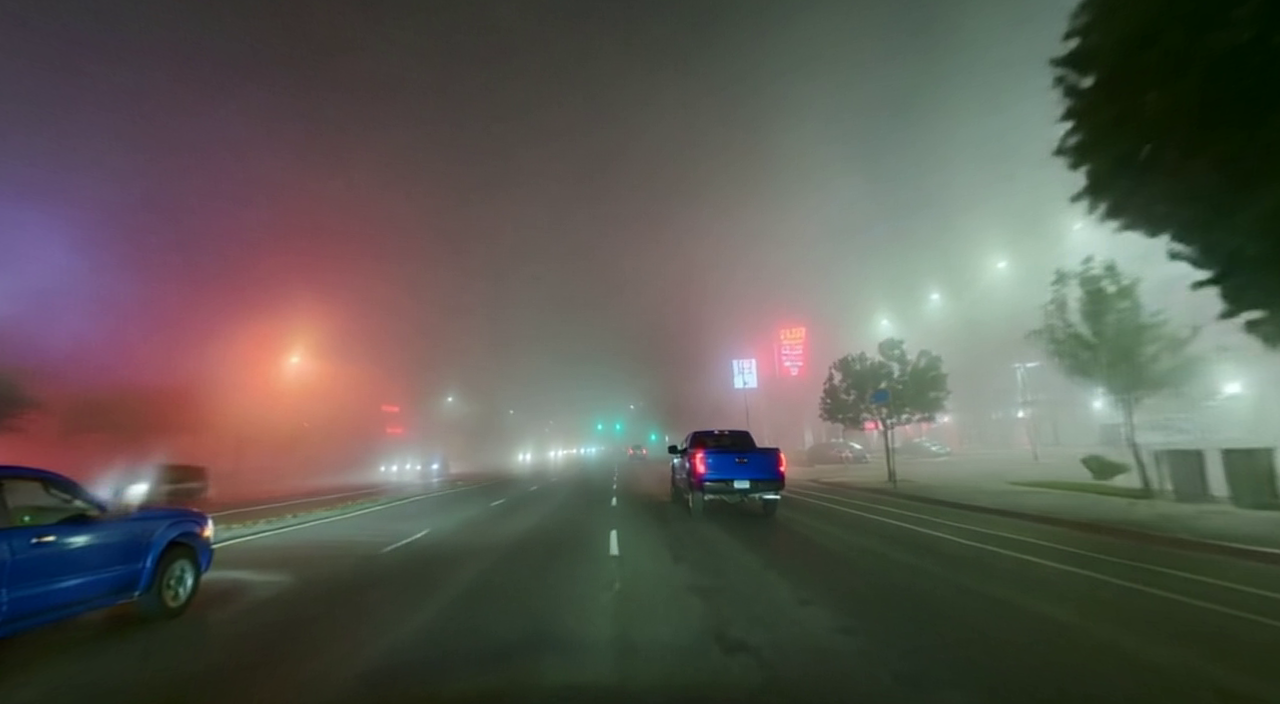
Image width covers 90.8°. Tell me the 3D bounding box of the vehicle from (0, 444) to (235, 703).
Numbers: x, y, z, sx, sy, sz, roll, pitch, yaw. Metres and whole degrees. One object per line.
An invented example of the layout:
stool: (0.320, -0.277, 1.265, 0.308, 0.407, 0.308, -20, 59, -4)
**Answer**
vehicle: (-4.388, 1.177, 3.135, 1.888, 1.424, 4.553, 0, -9, -3)

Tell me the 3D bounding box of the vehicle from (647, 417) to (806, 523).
vehicle: (1.642, 2.630, 14.699, 2.590, 1.932, 5.776, 1, -9, -3)
